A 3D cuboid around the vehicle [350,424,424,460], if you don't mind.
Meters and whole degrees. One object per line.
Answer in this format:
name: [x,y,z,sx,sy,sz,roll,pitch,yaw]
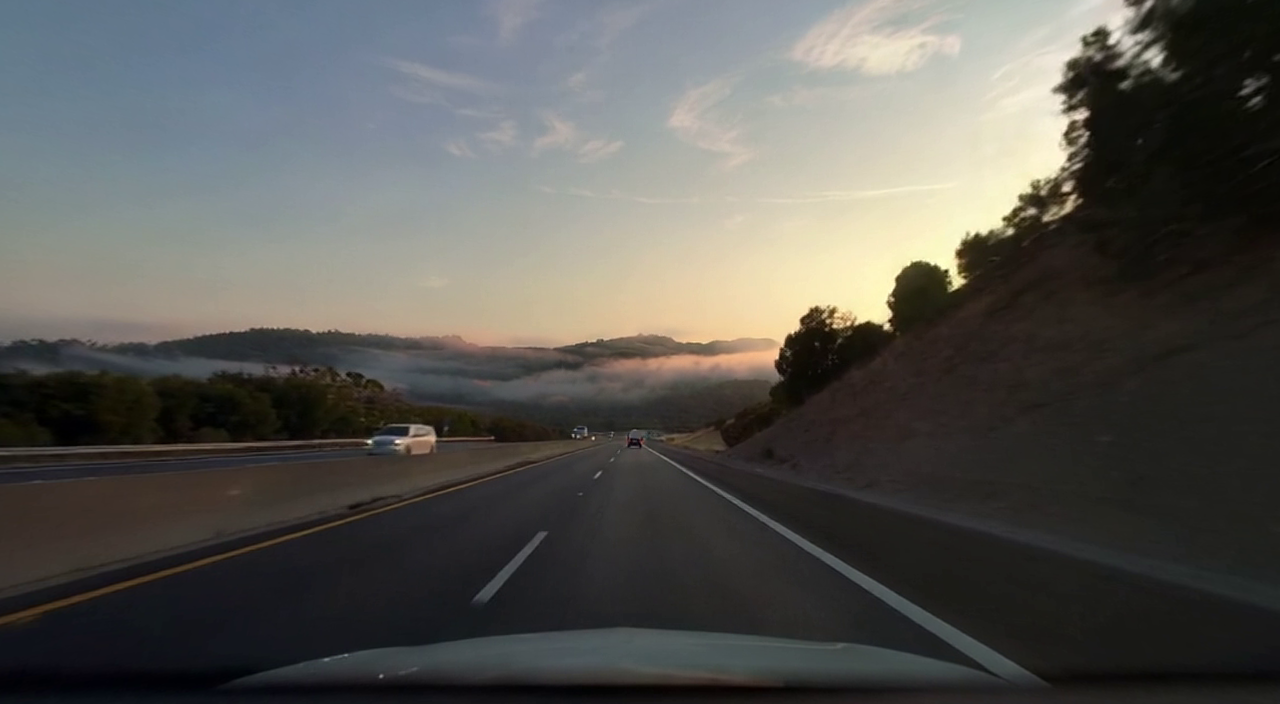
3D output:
vehicle: [-14.465,5.208,36.415,2.104,1.922,5.192,0,-8,0]
